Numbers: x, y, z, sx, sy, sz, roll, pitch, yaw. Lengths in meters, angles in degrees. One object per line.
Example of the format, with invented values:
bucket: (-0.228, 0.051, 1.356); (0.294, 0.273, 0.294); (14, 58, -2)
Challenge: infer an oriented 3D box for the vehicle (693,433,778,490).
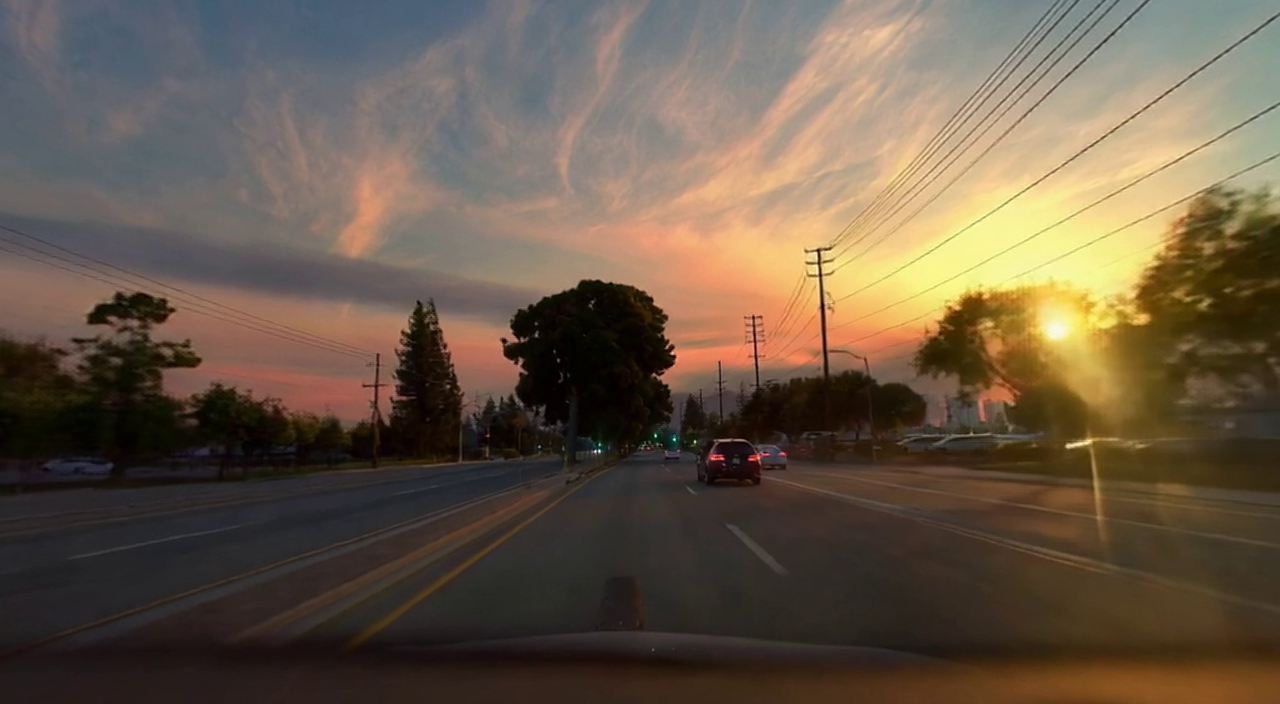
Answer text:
vehicle: (3.010, 3.576, 20.866); (2.078, 1.668, 4.078); (0, -9, -1)
